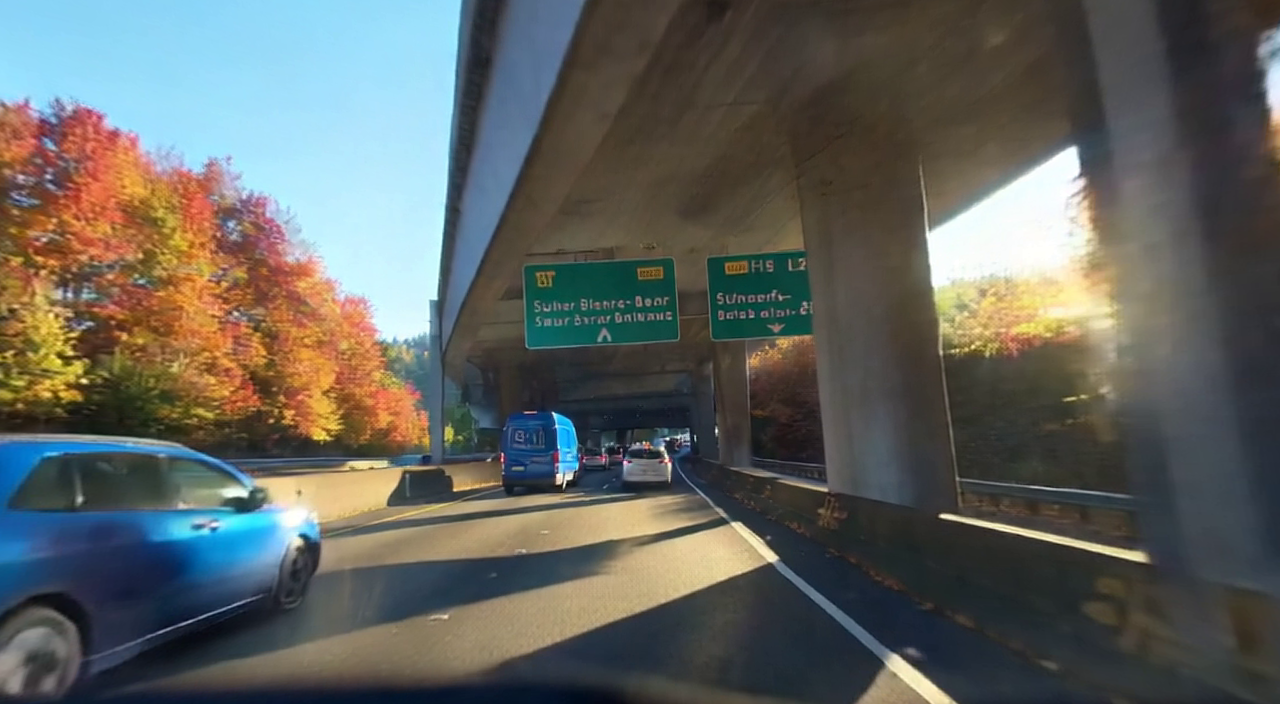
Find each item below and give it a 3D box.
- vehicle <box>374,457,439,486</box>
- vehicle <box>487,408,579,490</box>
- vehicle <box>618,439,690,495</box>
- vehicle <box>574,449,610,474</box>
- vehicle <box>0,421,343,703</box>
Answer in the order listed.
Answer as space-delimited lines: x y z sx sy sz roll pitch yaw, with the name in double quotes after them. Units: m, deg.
-13.863 7.095 37.505 1.980 1.542 4.644 0 -9 2 "vehicle"
-3.797 3.645 23.572 2.275 2.692 5.810 -1 -9 2 "vehicle"
0.476 3.857 21.303 2.195 1.679 4.070 0 -9 1 "vehicle"
-3.109 7.233 41.556 2.015 1.496 4.312 0 -9 1 "vehicle"
-3.780 1.224 3.795 1.977 1.485 3.973 0 -9 0 "vehicle"
